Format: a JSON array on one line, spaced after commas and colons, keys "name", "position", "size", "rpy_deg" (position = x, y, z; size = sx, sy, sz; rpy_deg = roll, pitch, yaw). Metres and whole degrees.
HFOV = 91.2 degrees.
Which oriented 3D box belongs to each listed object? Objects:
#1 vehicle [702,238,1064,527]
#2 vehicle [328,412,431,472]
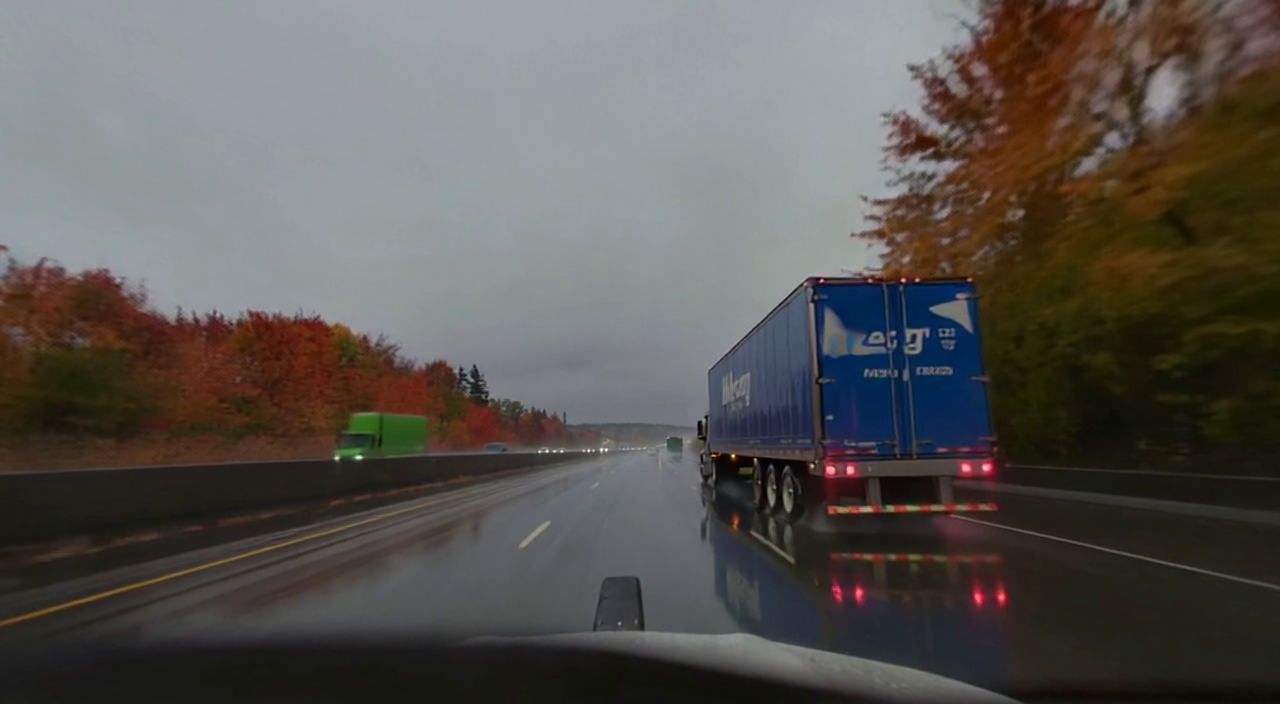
[{"name": "vehicle", "position": [4.005, 1.620, 16.717], "size": [3.003, 3.880, 16.814], "rpy_deg": [0, -9, 0]}, {"name": "vehicle", "position": [-19.284, 6.857, 47.454], "size": [2.995, 4.004, 10.610], "rpy_deg": [0, -9, 1]}]
